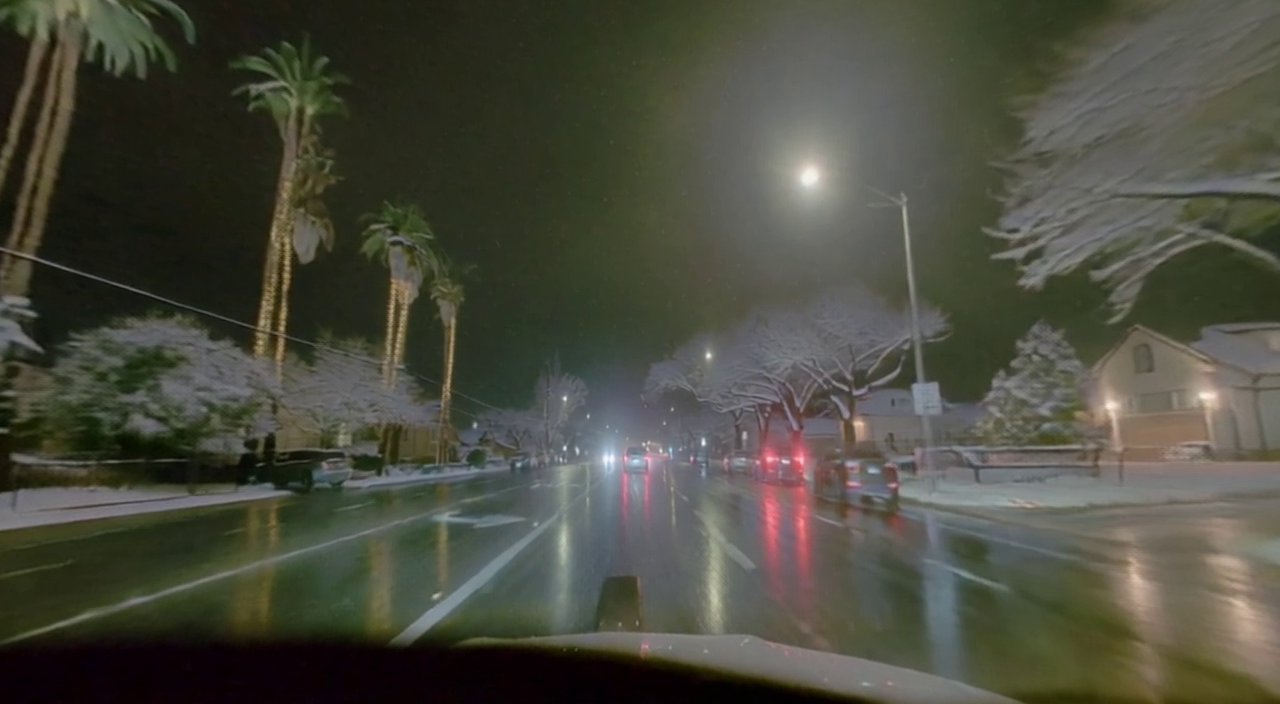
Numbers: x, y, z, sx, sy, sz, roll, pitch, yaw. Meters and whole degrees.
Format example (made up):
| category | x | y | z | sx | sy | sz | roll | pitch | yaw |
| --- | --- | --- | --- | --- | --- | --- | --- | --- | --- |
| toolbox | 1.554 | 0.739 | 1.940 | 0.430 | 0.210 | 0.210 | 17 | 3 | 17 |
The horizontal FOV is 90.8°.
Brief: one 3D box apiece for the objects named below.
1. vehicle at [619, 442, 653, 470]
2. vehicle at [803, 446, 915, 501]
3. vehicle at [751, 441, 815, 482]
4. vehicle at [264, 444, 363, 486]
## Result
| category | x | y | z | sx | sy | sz | roll | pitch | yaw |
| --- | --- | --- | --- | --- | --- | --- | --- | --- | --- |
| vehicle | -0.310 | 7.237 | 44.275 | 2.248 | 1.833 | 4.798 | 0 | -8 | -1 |
| vehicle | 6.756 | 3.757 | 20.103 | 1.947 | 1.505 | 4.759 | 0 | -8 | 1 |
| vehicle | 6.861 | 5.287 | 30.952 | 2.035 | 1.822 | 5.449 | 0 | -8 | 2 |
| vehicle | -16.931 | 5.830 | 33.130 | 2.185 | 1.993 | 5.054 | -1 | -8 | 4 |
